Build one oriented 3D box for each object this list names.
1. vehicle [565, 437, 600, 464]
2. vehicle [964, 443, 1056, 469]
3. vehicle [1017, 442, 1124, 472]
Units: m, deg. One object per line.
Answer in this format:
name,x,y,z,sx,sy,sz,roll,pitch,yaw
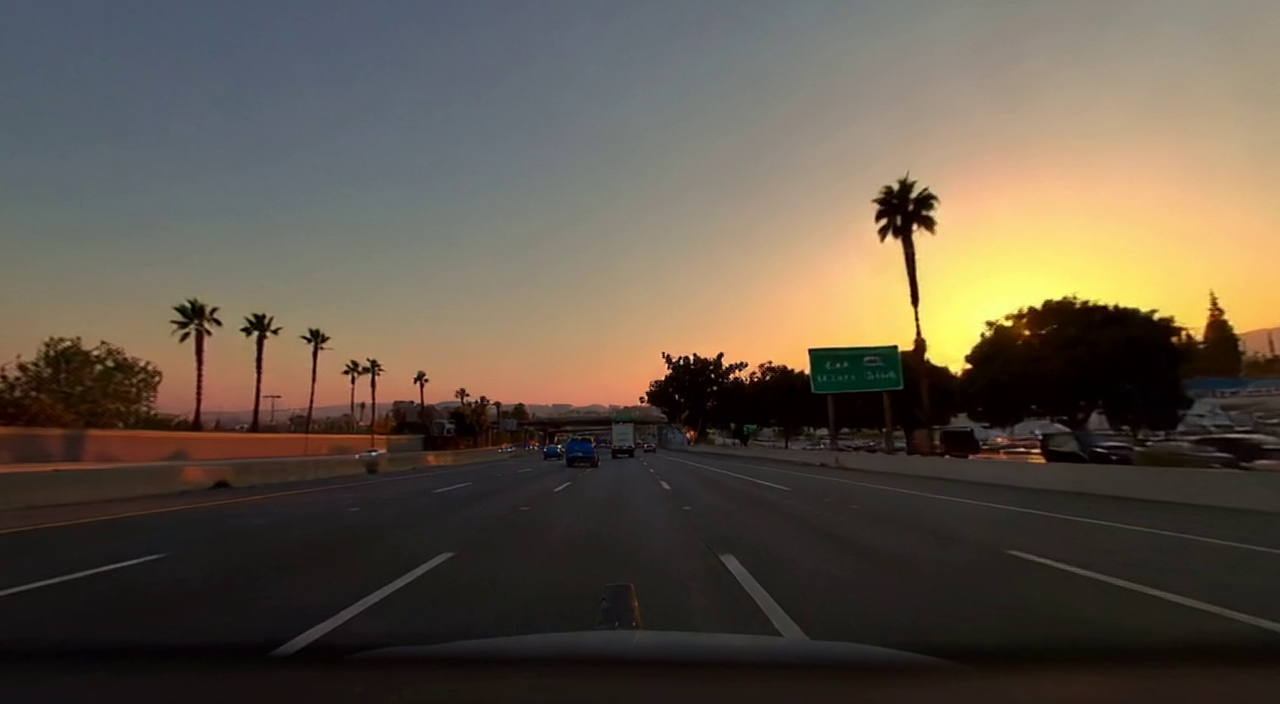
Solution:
vehicle,-4.469,7.764,49.943,2.390,2.007,4.901,0,-9,-1
vehicle,22.970,6.460,39.323,4.397,1.495,2.110,0,-9,1
vehicle,23.175,5.653,34.119,4.210,1.539,2.121,0,-9,-2
